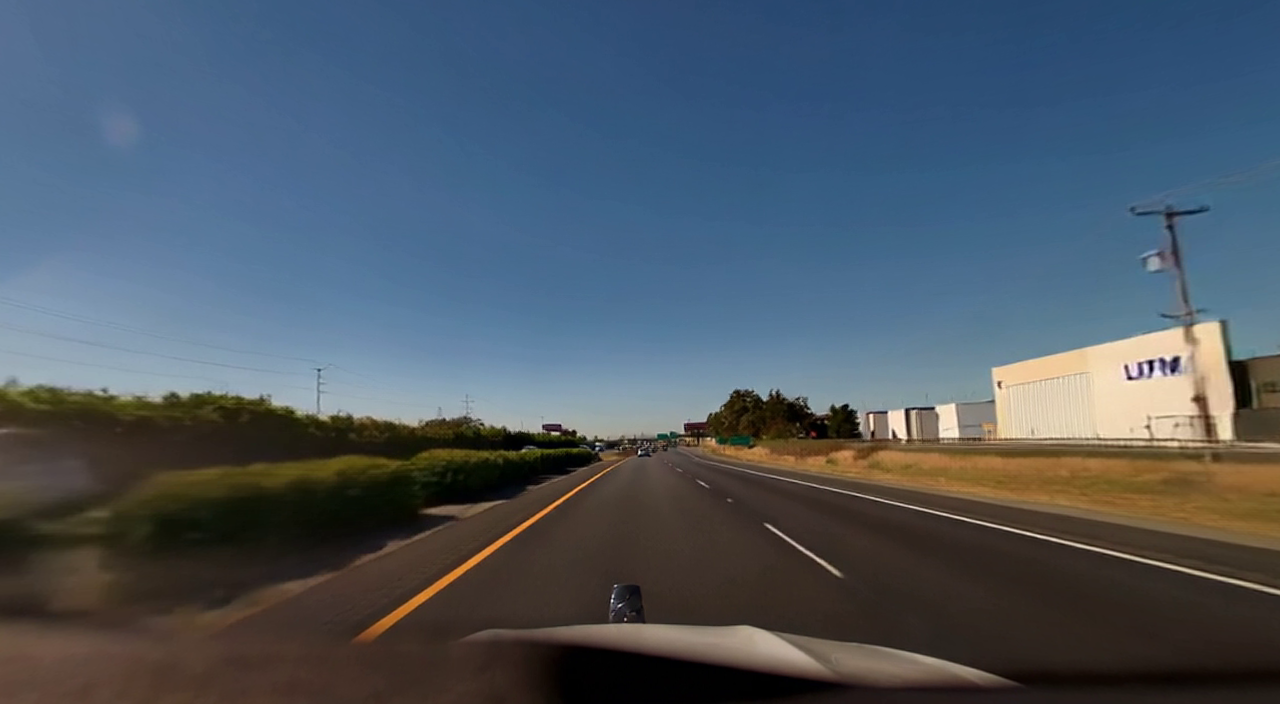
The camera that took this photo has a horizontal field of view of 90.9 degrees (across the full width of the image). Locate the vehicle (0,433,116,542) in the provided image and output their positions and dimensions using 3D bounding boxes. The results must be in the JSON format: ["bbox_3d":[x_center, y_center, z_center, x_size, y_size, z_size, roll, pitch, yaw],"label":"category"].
[{"bbox_3d":[-11.110,2.066,9.427,2.040,1.711,5.175,0,-8,1],"label":"vehicle"}]
